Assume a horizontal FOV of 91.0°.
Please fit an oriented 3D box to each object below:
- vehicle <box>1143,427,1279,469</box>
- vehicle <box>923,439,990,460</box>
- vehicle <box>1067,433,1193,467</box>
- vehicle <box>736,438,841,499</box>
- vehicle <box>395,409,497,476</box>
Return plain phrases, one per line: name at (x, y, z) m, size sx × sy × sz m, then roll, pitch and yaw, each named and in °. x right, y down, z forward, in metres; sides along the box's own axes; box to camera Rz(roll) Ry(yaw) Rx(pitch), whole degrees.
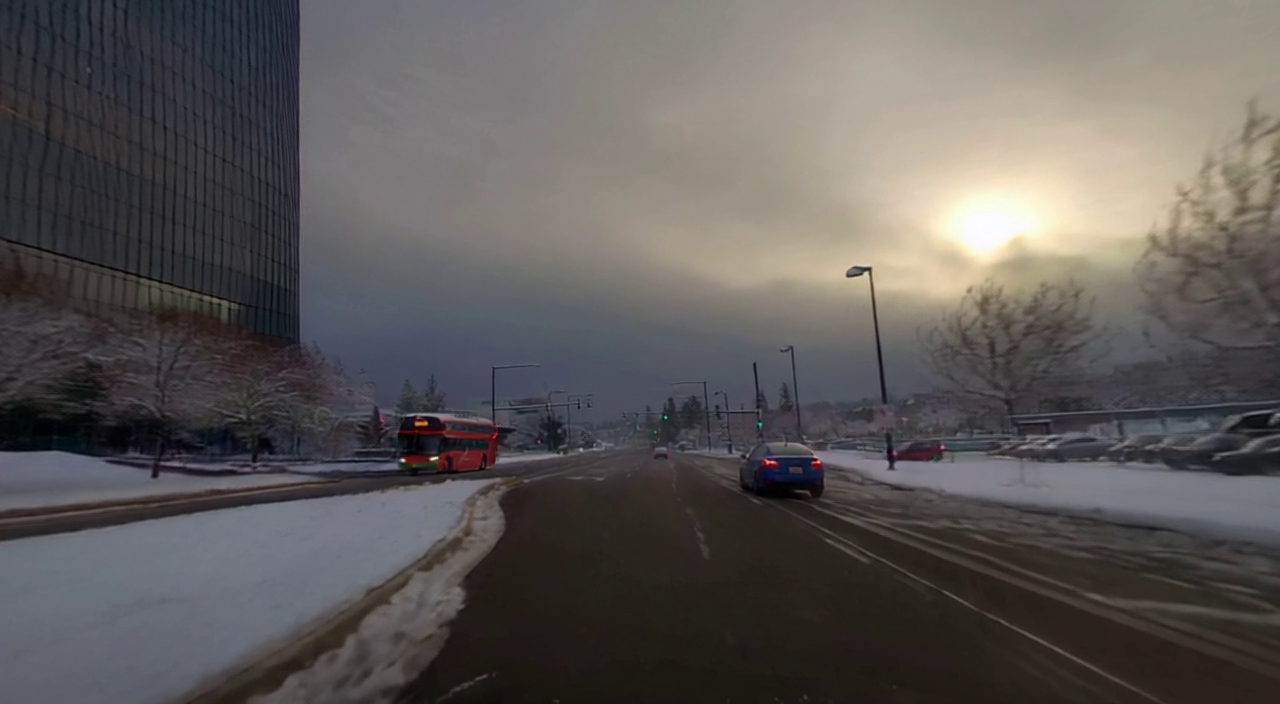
vehicle at (21.980, 3.641, 23.877) m, size 4.069 × 1.486 × 2.055 m, roll 0°, pitch -8°, yaw -2°
vehicle at (23.479, 7.281, 46.890) m, size 3.983 × 1.479 × 1.857 m, roll -1°, pitch -9°, yaw 7°
vehicle at (22.600, 4.554, 29.188) m, size 4.135 × 1.480 × 1.915 m, roll 0°, pitch -9°, yaw 2°
vehicle at (4.065, 3.268, 18.020) m, size 1.993 × 1.501 × 4.127 m, roll 0°, pitch -9°, yaw 0°
vehicle at (-14.450, 7.061, 48.786) m, size 3.110 × 4.418 × 13.688 m, roll -1°, pitch -9°, yaw 2°
